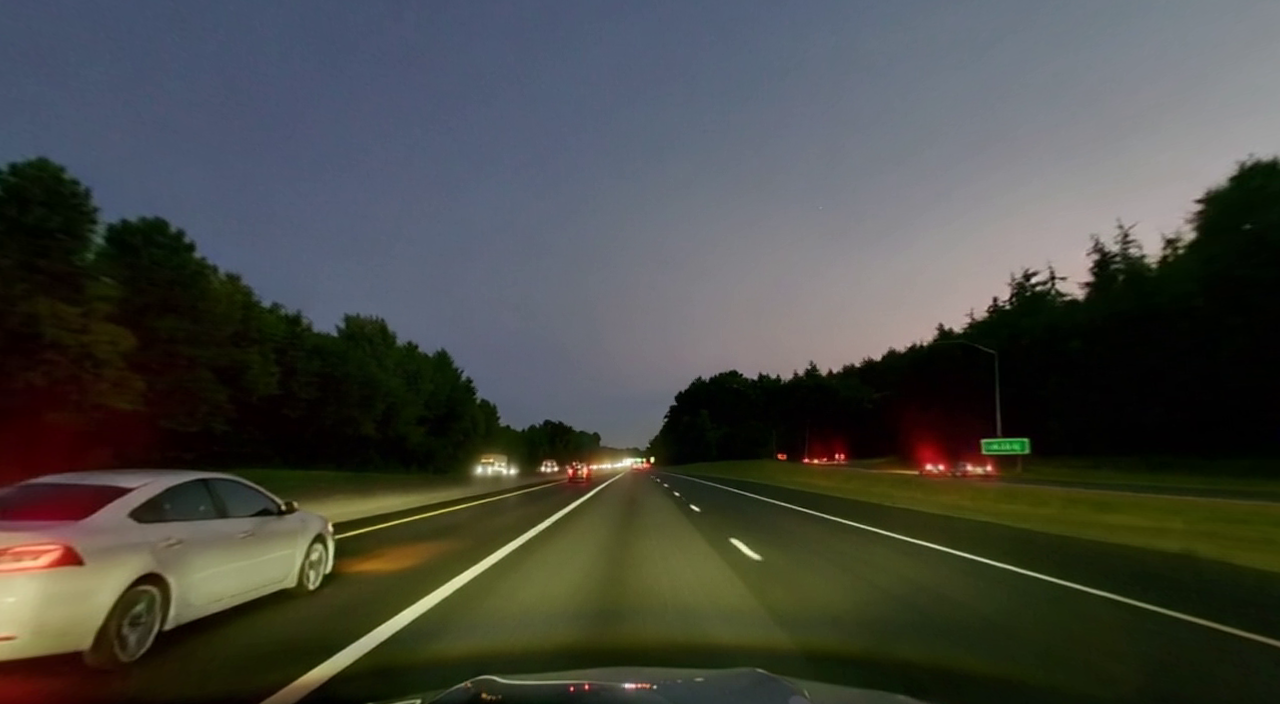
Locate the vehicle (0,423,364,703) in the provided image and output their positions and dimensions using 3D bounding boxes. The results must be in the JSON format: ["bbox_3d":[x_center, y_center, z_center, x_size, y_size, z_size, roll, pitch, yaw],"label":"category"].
[{"bbox_3d":[-3.864,1.284,4.201,1.998,1.427,4.462,1,-11,0],"label":"vehicle"}]

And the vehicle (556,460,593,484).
[{"bbox_3d":[-4.502,8.366,43.988,2.126,1.488,4.186,1,-11,0],"label":"vehicle"}]
